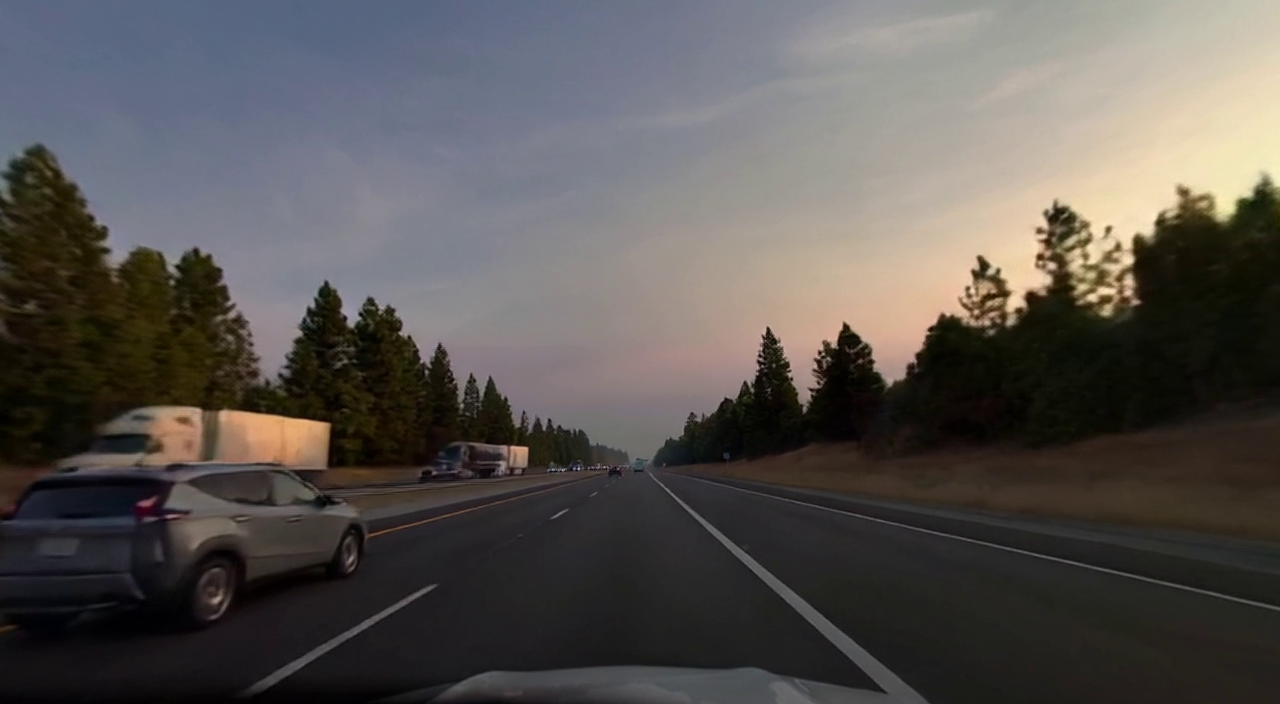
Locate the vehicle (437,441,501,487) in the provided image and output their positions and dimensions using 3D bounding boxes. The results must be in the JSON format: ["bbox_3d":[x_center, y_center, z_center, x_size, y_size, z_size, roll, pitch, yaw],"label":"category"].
[{"bbox_3d":[-13.289,8.875,49.794,2.743,3.252,7.847,1,-10,0],"label":"vehicle"}]

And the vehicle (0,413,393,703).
[{"bbox_3d":[-3.901,1.406,4.948,2.043,1.486,4.442,1,-10,1],"label":"vehicle"}]
